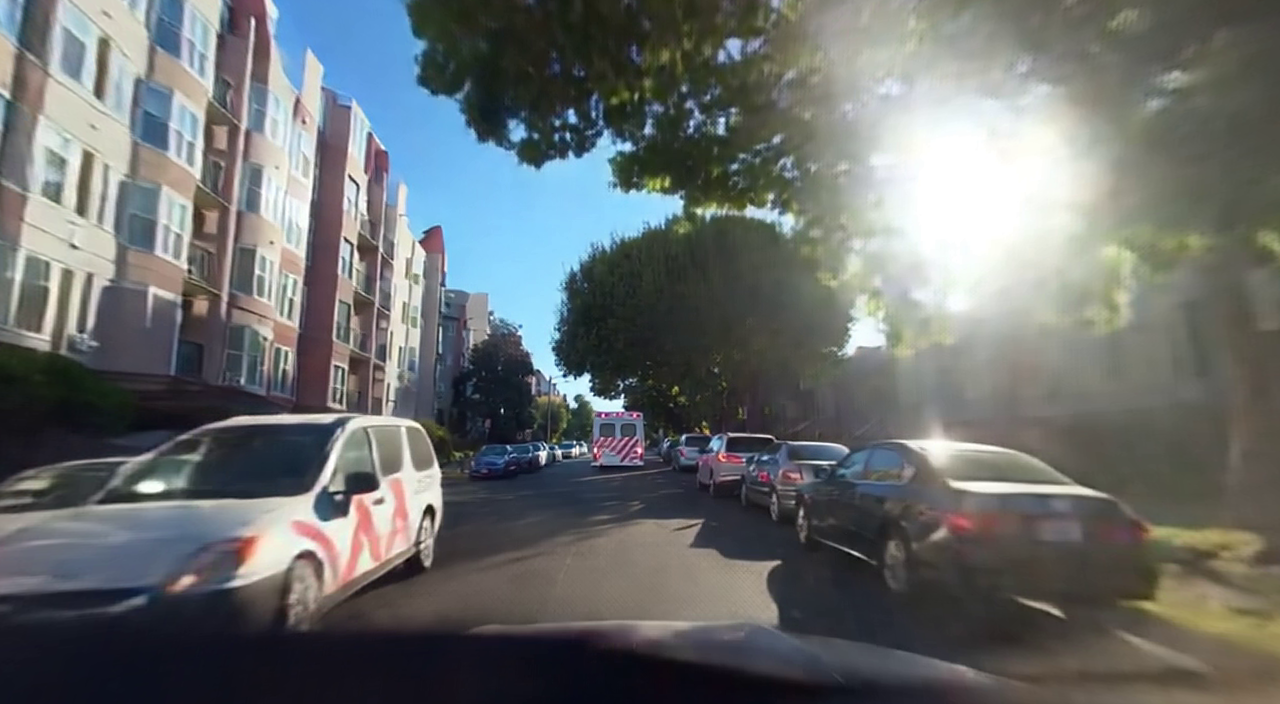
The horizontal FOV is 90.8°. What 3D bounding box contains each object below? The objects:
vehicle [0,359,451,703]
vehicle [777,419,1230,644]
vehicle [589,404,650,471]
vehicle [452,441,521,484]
[{"bbox_3d":[-3.224,1.272,5.405,2.029,1.802,4.229,-2,-8,-2],"label":"vehicle"},{"bbox_3d":[3.073,1.603,6.713,2.035,1.549,4.373,2,-8,-3],"label":"vehicle"},{"bbox_3d":[-1.079,4.463,32.680,2.754,3.008,7.730,0,-8,-2],"label":"vehicle"},{"bbox_3d":[-6.386,4.602,26.773,1.967,1.492,4.781,-4,-8,-4],"label":"vehicle"}]
